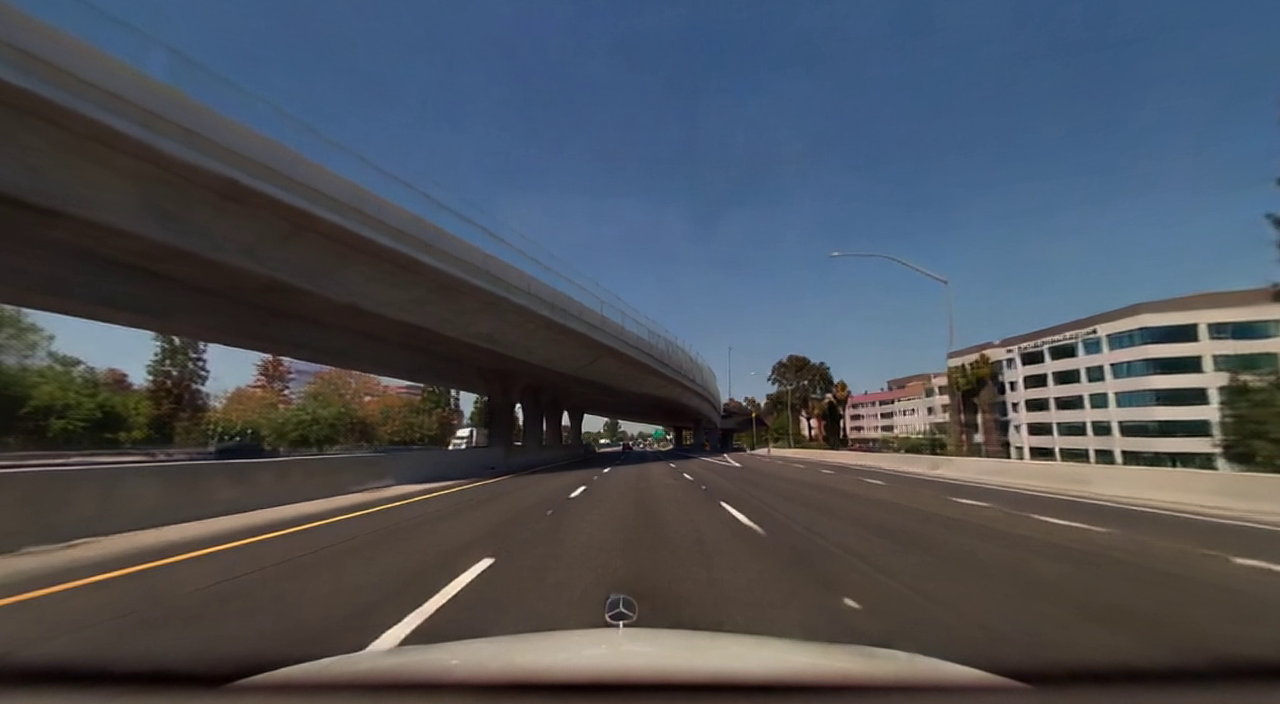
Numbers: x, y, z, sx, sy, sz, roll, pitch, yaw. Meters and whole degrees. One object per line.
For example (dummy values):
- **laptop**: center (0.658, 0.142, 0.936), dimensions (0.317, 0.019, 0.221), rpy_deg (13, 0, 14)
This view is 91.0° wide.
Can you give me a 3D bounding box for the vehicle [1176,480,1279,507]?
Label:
- **vehicle**: center (38.647, 9.309, 41.465), dimensions (4.606, 1.507, 1.906), rpy_deg (-1, -9, 11)
